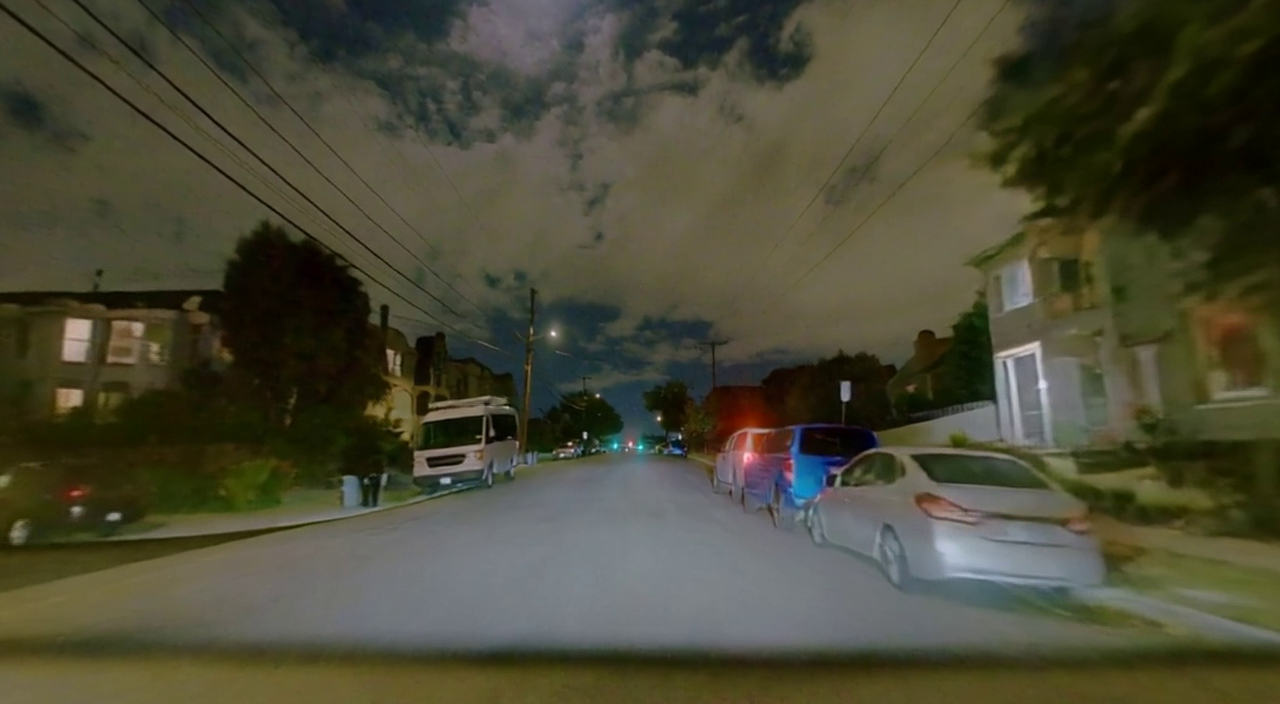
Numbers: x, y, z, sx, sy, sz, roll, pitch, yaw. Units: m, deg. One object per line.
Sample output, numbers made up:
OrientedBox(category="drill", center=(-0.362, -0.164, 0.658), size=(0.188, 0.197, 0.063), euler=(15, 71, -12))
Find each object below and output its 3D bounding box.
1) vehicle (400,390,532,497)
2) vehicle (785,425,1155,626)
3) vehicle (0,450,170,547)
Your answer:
OrientedBox(category="vehicle", center=(-6.645, 3.560, 25.470), size=(3.115, 3.562, 7.695), euler=(-2, -7, 0))
OrientedBox(category="vehicle", center=(3.333, 1.816, 7.701), size=(2.010, 1.661, 4.615), euler=(-1, -8, 0))
OrientedBox(category="vehicle", center=(-13.232, 3.221, 13.532), size=(4.341, 1.728, 2.161), euler=(-2, -16, -5))
